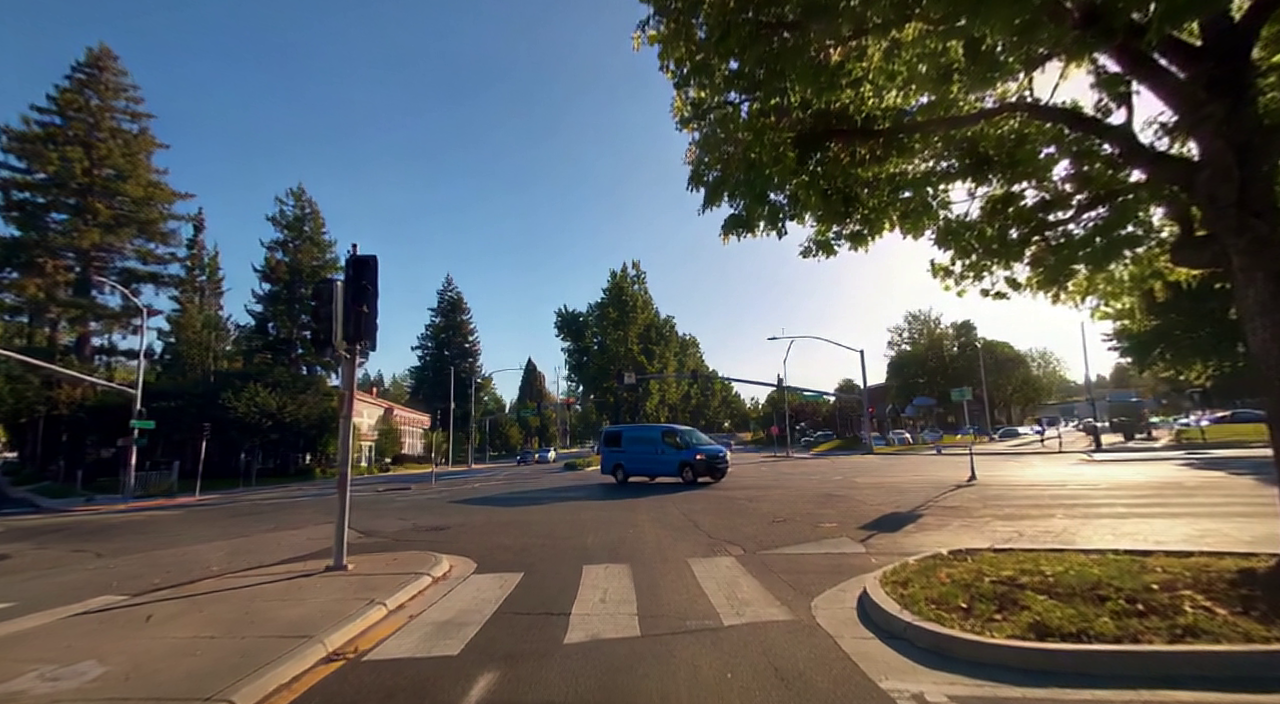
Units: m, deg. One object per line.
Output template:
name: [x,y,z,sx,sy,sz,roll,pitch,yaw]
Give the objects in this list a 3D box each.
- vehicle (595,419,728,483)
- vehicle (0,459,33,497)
vehicle: [0.770,4.235,27.261,2.465,2.404,5.791,7,-11,-39]
vehicle: [-47.651,9.373,47.119,2.529,2.543,5.861,6,-10,-37]
